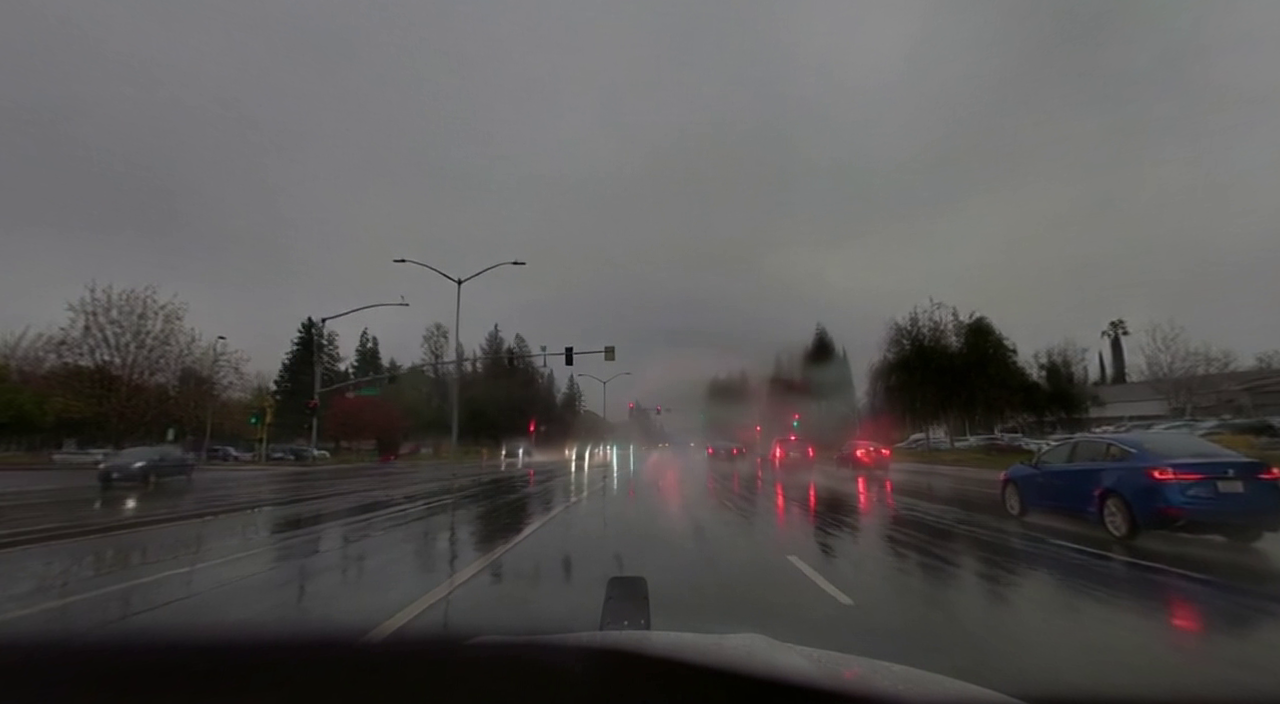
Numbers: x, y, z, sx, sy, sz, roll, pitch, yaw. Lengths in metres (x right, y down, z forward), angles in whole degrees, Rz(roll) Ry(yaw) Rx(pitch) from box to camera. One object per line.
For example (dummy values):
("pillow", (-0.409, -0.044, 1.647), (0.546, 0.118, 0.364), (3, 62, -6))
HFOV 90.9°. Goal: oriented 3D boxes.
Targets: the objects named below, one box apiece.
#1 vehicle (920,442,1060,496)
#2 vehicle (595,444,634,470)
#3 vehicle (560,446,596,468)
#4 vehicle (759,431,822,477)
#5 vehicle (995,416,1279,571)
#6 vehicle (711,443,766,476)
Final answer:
("vehicle", (11.138, 3.724, 20.507), (1.963, 1.513, 4.600), (0, -9, 1))
("vehicle", (-1.551, 6.602, 39.784), (1.958, 1.542, 4.175), (-1, -9, 5))
("vehicle", (-4.609, 7.903, 47.512), (2.004, 1.529, 4.319), (-1, -9, 5))
("vehicle", (7.872, 5.393, 33.605), (2.186, 2.202, 5.426), (0, -9, 2))
("vehicle", (7.402, 1.815, 9.025), (2.051, 1.620, 4.702), (-1, -8, 3))
("vehicle", (5.030, 5.564, 32.952), (2.292, 1.563, 4.734), (-1, -8, 3))
